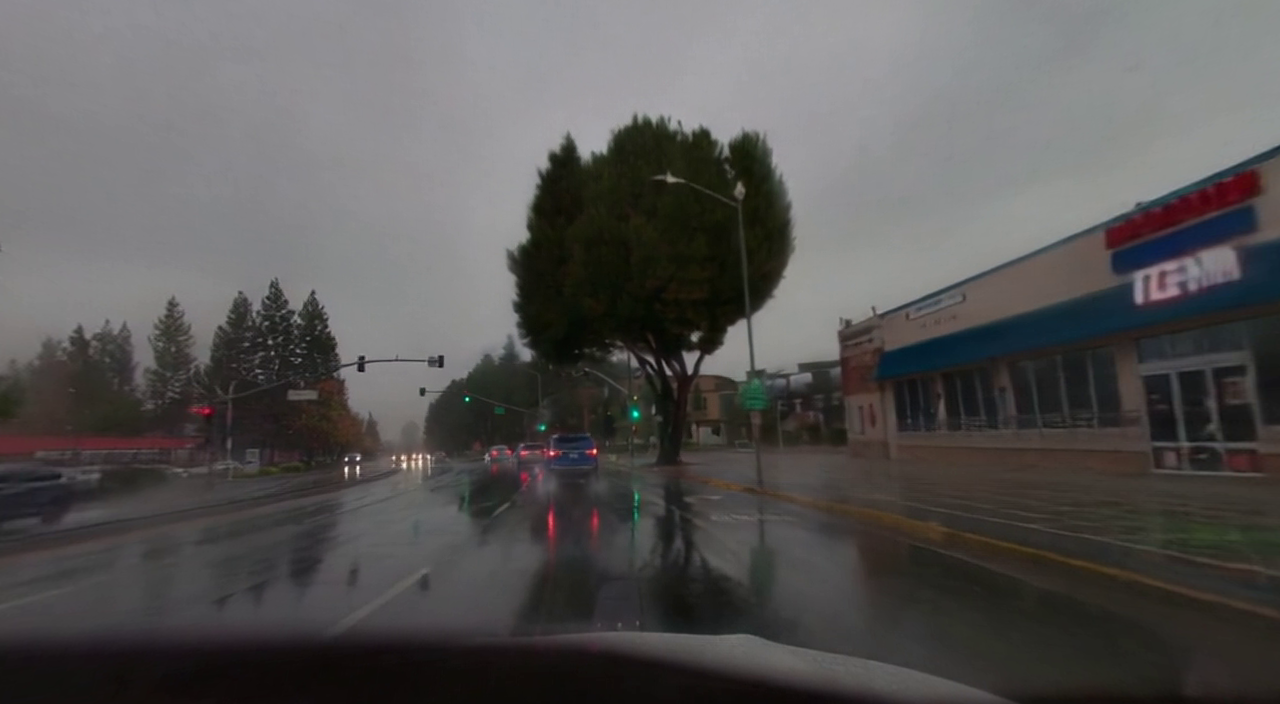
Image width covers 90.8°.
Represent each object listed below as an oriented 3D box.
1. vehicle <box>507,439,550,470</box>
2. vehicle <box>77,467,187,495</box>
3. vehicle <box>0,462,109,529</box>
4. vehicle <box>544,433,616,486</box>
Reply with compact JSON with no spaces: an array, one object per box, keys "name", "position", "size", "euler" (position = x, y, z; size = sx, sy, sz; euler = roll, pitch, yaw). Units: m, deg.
[{"name":"vehicle","position":[-7.598,6.885,42.729],"size":[2.067,1.947,4.628],"euler":[3,-9,-19]},{"name":"vehicle","position":[-31.865,8.099,39.817],"size":[4.804,1.544,2.244],"euler":[3,-9,-20]},{"name":"vehicle","position":[-16.698,3.705,16.466],"size":[2.071,1.506,4.604],"euler":[1,-8,-7]},{"name":"vehicle","position":[-2.274,3.867,22.979],"size":[2.227,1.733,3.930],"euler":[1,-9,-10]}]
